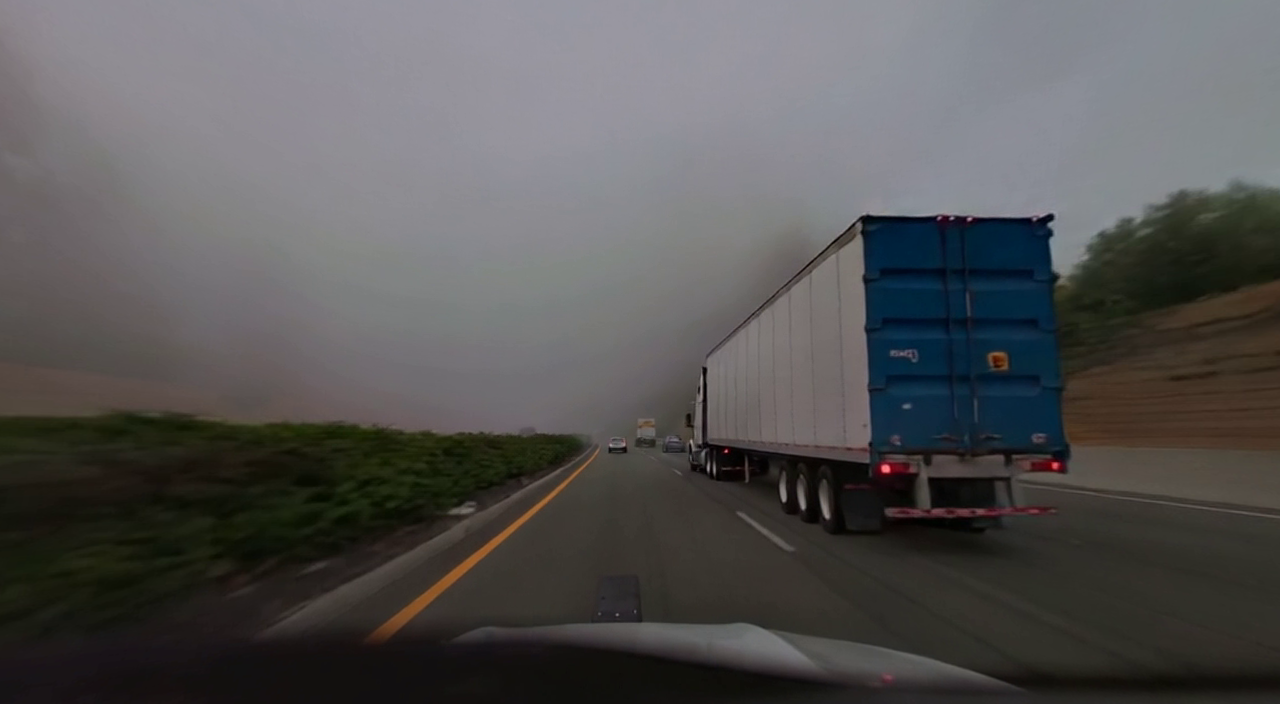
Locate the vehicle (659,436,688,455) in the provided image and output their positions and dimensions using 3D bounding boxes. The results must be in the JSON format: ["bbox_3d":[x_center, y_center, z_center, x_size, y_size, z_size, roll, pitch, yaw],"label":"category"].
[{"bbox_3d":[2.607,7.311,49.508,1.813,1.454,4.197,0,-7,-3],"label":"vehicle"}]

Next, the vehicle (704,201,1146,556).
[{"bbox_3d":[3.886,1.156,14.271,2.965,4.033,14.299,0,-7,-2],"label":"vehicle"}]
